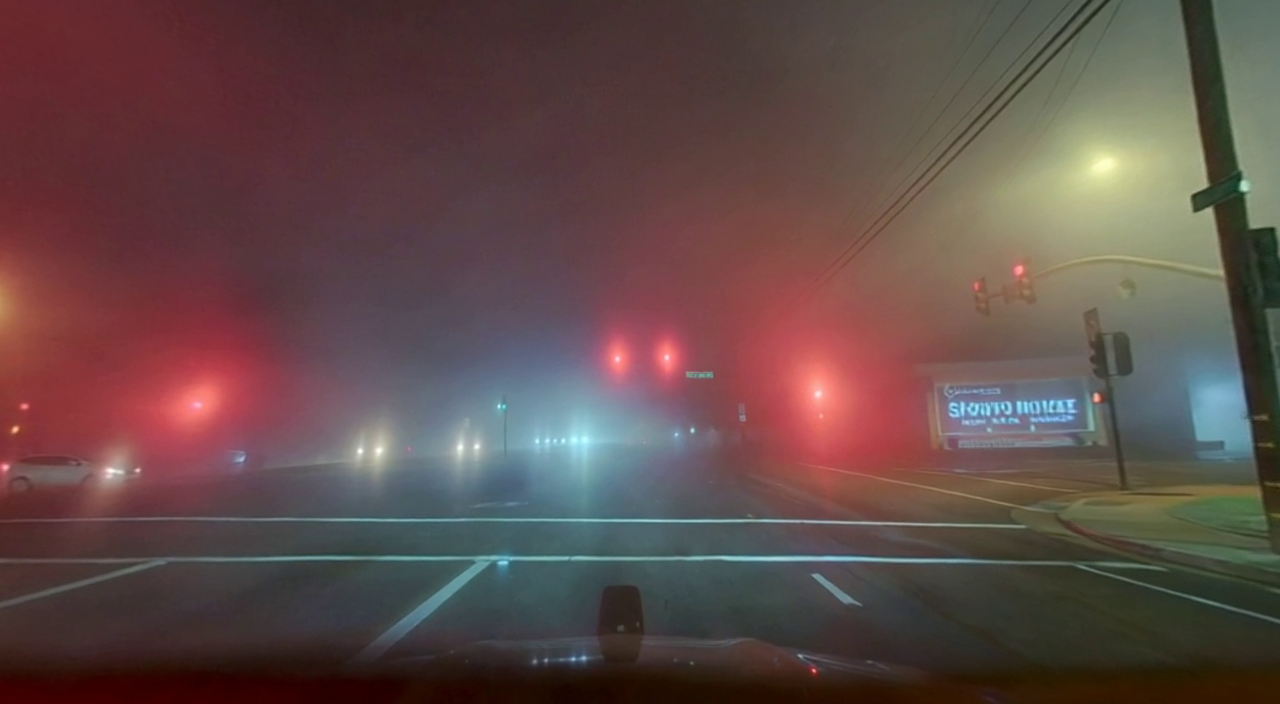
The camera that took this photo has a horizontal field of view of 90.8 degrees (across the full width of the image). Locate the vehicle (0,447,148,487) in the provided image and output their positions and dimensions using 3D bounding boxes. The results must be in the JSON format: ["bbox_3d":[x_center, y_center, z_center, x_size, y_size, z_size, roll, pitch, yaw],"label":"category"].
[{"bbox_3d":[-22.711,4.532,25.118,4.500,1.465,1.936,0,-8,-4],"label":"vehicle"}]
